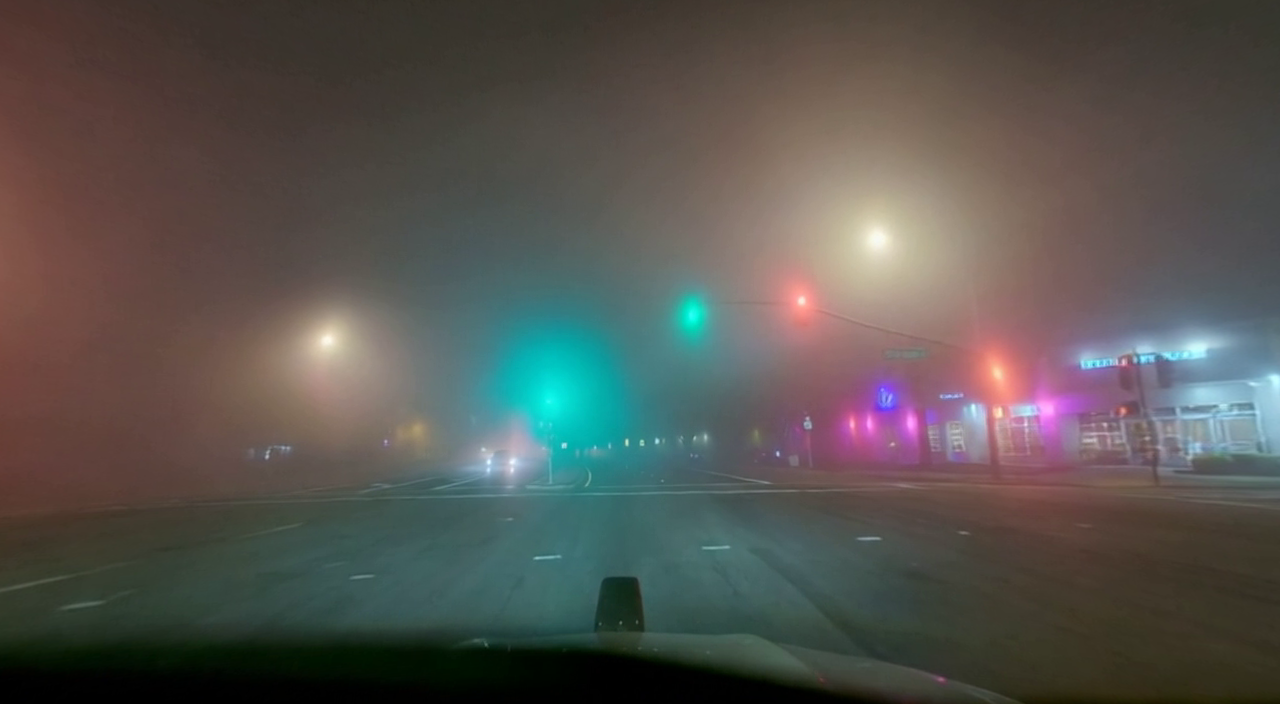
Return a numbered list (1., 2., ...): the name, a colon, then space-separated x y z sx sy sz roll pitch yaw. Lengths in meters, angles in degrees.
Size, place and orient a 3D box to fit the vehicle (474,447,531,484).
1. vehicle: -6.221 5.139 28.994 1.894 1.474 4.332 0 -8 -3
